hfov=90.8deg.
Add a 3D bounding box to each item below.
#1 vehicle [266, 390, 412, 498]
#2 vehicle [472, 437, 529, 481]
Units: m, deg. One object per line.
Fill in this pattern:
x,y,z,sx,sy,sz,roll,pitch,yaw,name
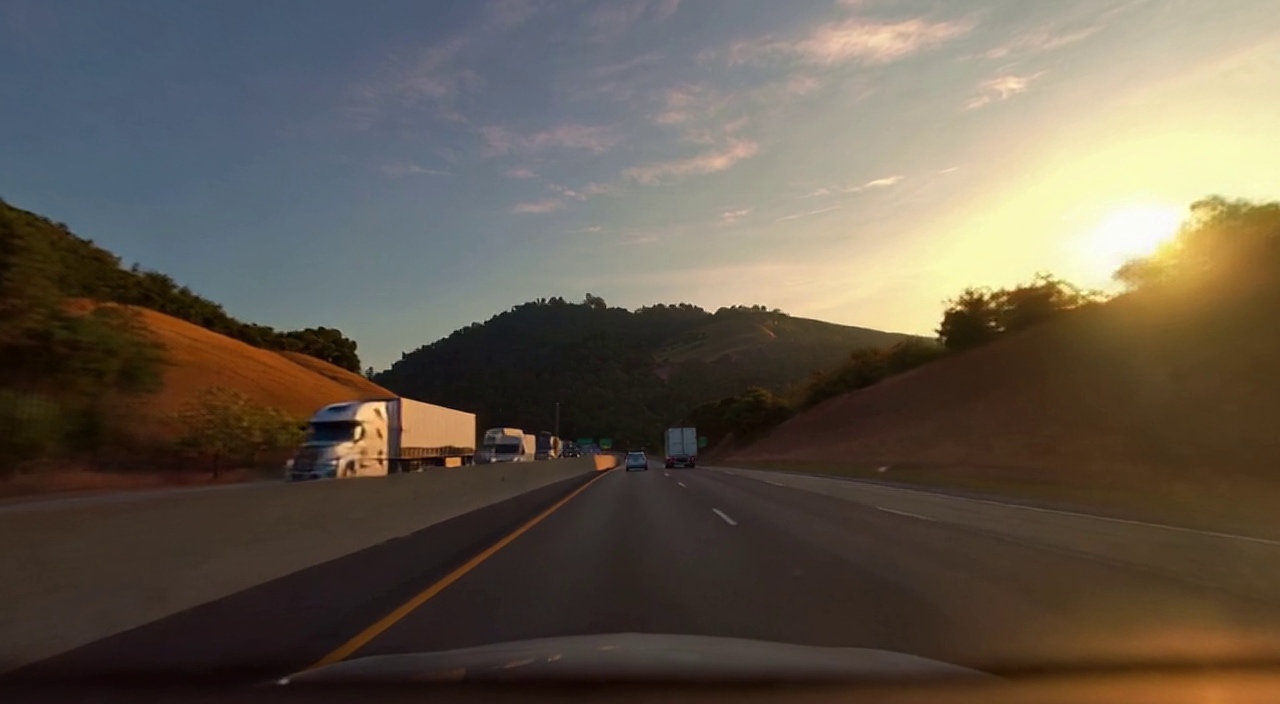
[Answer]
-12.406,3.914,26.789,2.951,3.988,6.237,-1,-9,0,vehicle
-8.540,6.598,39.188,2.344,2.503,5.344,-1,-9,0,vehicle
